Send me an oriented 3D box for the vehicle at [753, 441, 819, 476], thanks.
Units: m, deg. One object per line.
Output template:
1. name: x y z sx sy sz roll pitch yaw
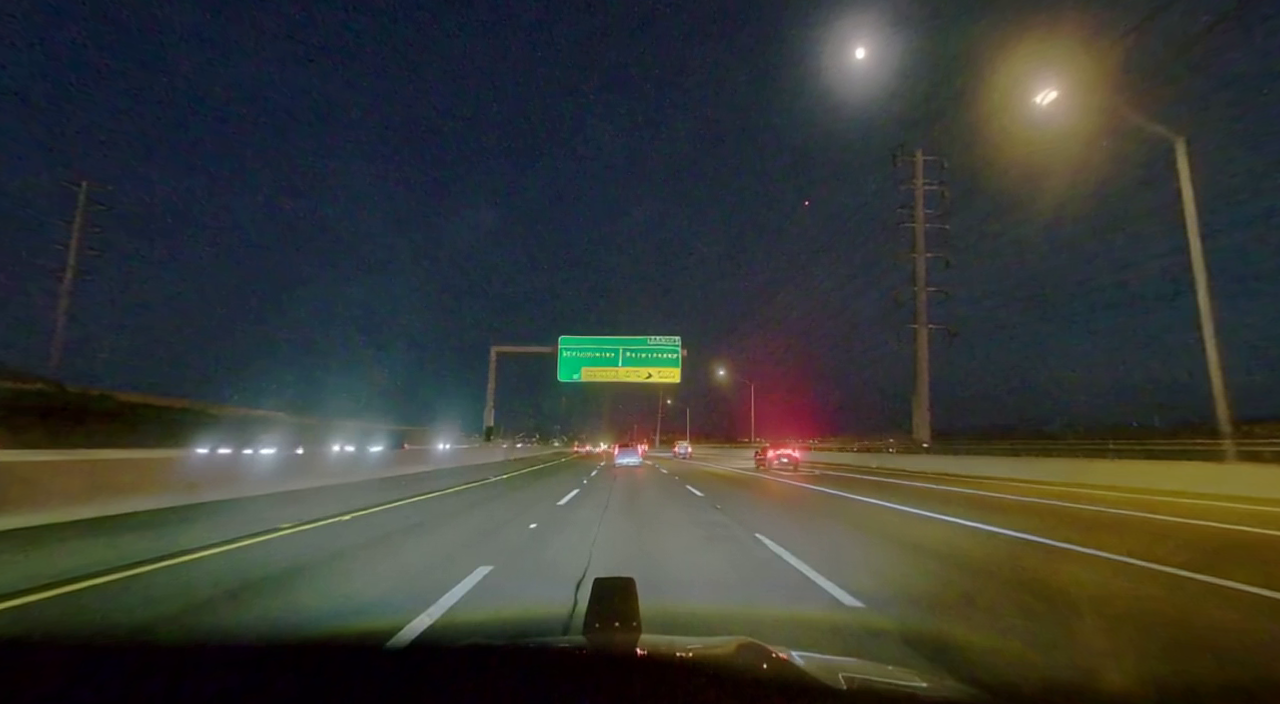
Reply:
1. vehicle: 6.630 4.868 29.204 1.876 1.451 4.154 0 -8 -3

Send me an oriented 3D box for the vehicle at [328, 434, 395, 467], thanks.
1. vehicle: -17.039 6.049 38.990 2.151 1.858 4.785 0 -8 -3

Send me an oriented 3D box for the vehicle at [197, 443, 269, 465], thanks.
1. vehicle: -29.228 7.321 45.665 2.054 1.504 4.830 0 -8 -1

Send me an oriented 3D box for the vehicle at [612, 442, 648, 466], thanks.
1. vehicle: -0.721 6.518 40.569 2.109 1.489 4.027 0 -8 -4
